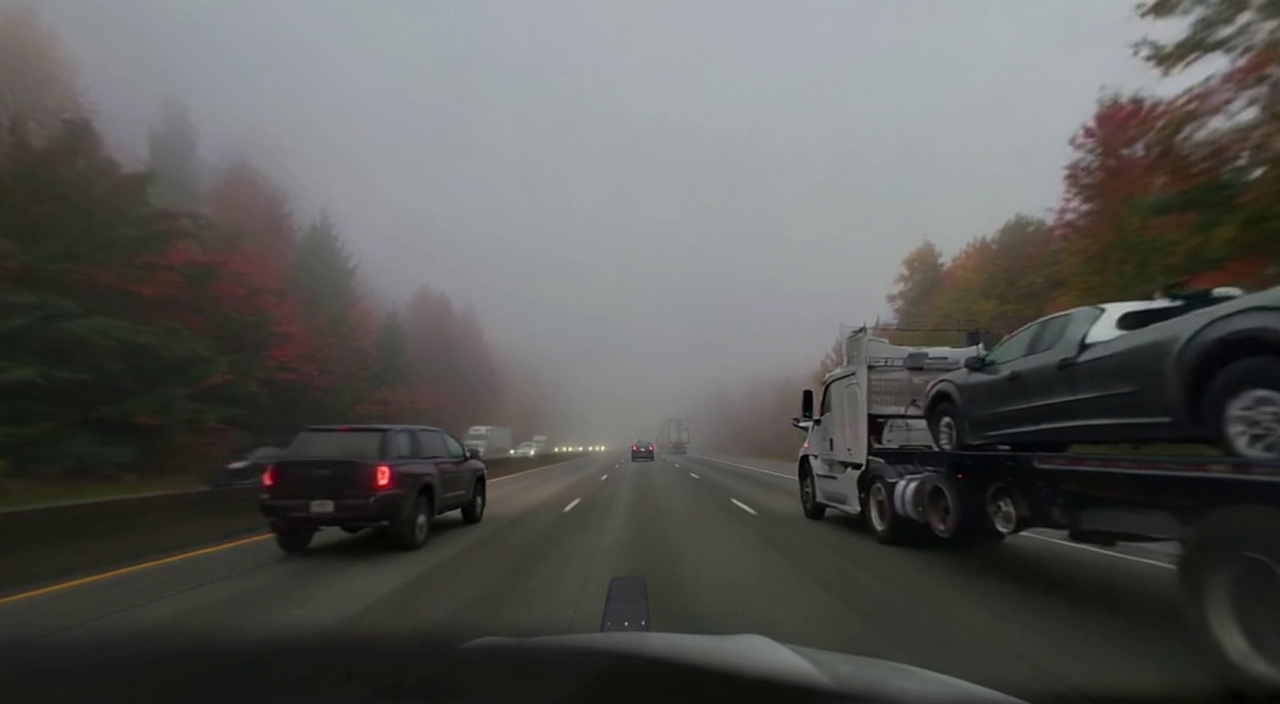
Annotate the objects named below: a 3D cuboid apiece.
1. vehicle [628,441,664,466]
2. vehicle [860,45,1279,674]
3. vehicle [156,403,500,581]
[{"bbox_3d":[0.364,6.395,39.862,2.152,1.484,4.211,0,-8,1],"label":"vehicle"},{"bbox_3d":[4.926,-0.023,2.859,3.150,3.257,13.098,0,-8,0],"label":"vehicle"},{"bbox_3d":[-3.488,1.674,8.377,2.077,1.669,4.739,0,-8,1],"label":"vehicle"}]
